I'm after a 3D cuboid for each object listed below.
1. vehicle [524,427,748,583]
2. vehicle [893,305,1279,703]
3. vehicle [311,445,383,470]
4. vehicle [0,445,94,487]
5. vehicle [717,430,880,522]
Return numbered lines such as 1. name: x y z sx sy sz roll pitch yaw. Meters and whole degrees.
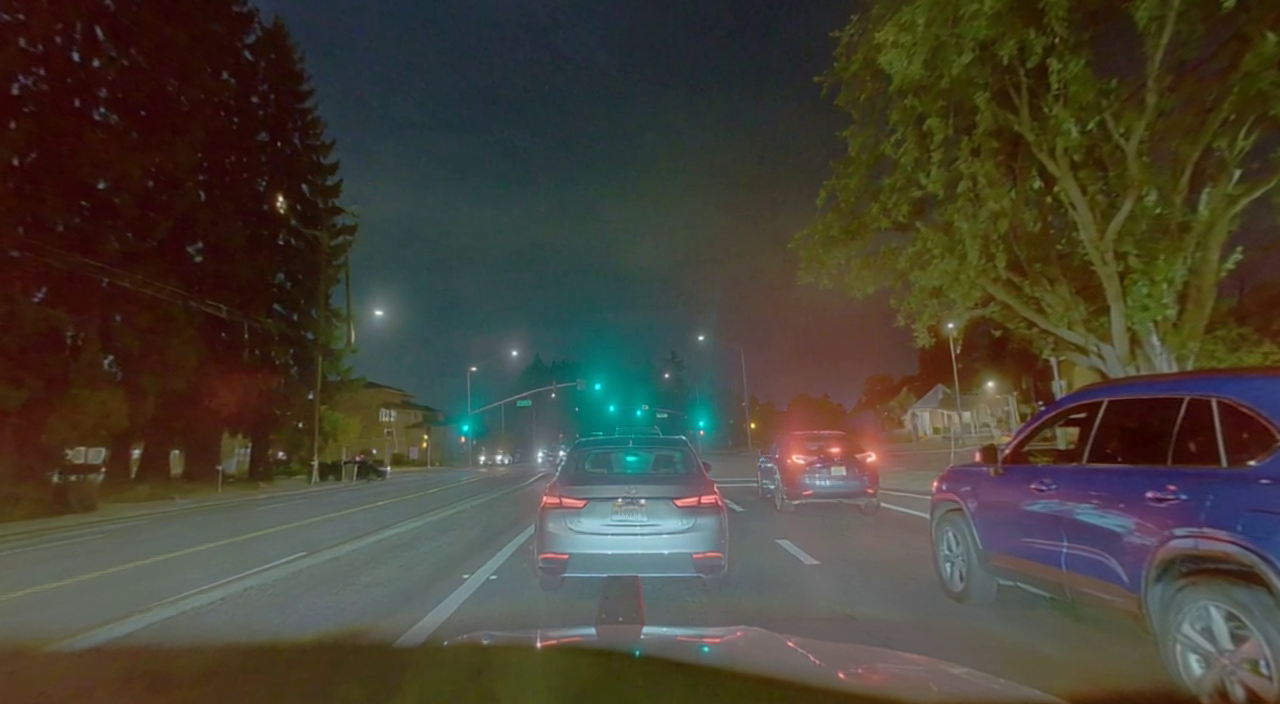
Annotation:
1. vehicle: -0.089 1.804 8.311 2.186 1.500 4.141 0 -8 -1
2. vehicle: 3.361 0.902 3.588 2.006 1.766 4.345 0 -8 0
3. vehicle: -19.892 7.145 43.028 3.957 1.630 1.881 0 -8 0
4. vehicle: -22.618 4.113 22.897 4.092 1.438 1.639 -1 -8 1
5. vehicle: 2.945 2.421 12.911 1.971 1.517 4.521 0 -8 -3
